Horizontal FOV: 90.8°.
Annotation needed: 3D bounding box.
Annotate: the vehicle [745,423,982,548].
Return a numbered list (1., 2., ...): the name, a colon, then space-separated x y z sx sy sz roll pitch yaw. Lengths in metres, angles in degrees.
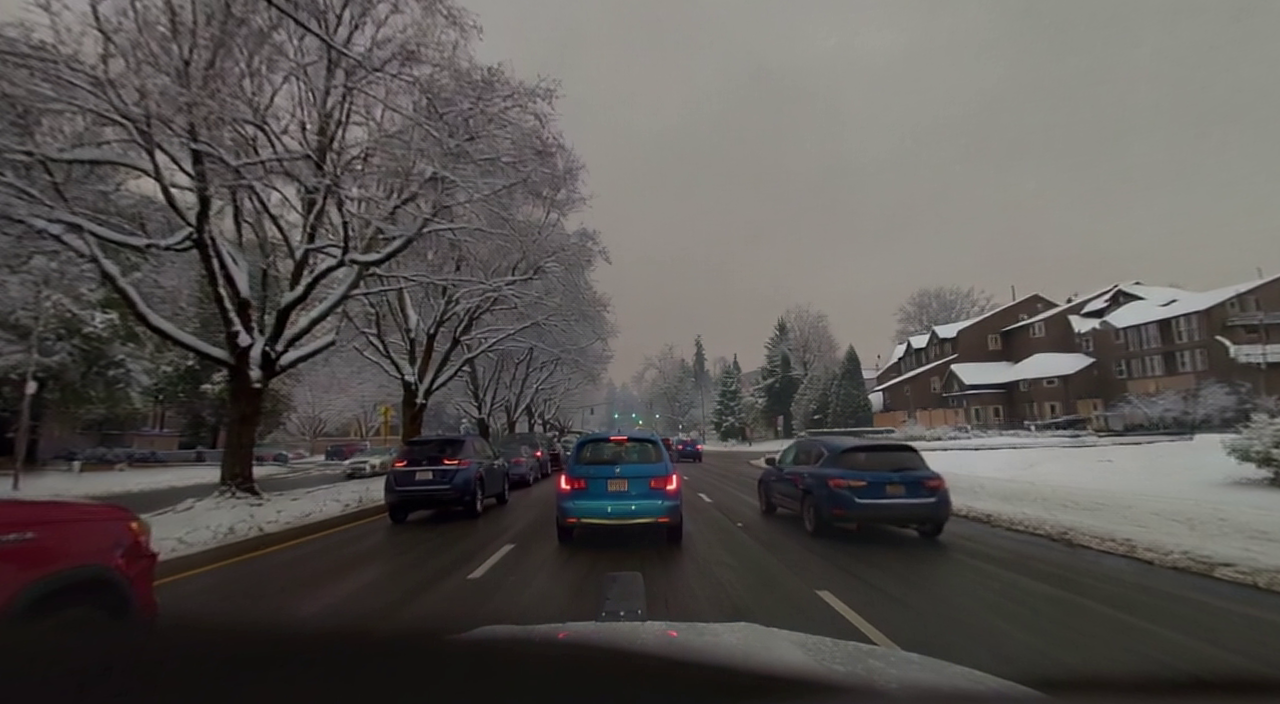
1. vehicle: 3.179 2.010 10.259 2.056 1.536 4.678 0 -8 -1

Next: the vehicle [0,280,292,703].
1. vehicle: -3.541 0.629 1.826 2.304 1.928 4.833 0 -8 0

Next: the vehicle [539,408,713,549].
1. vehicle: -0.194 1.838 9.771 2.112 1.693 4.058 0 -8 -1

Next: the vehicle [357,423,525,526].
1. vehicle: -3.670 2.330 12.571 1.948 1.668 4.279 0 -8 0
